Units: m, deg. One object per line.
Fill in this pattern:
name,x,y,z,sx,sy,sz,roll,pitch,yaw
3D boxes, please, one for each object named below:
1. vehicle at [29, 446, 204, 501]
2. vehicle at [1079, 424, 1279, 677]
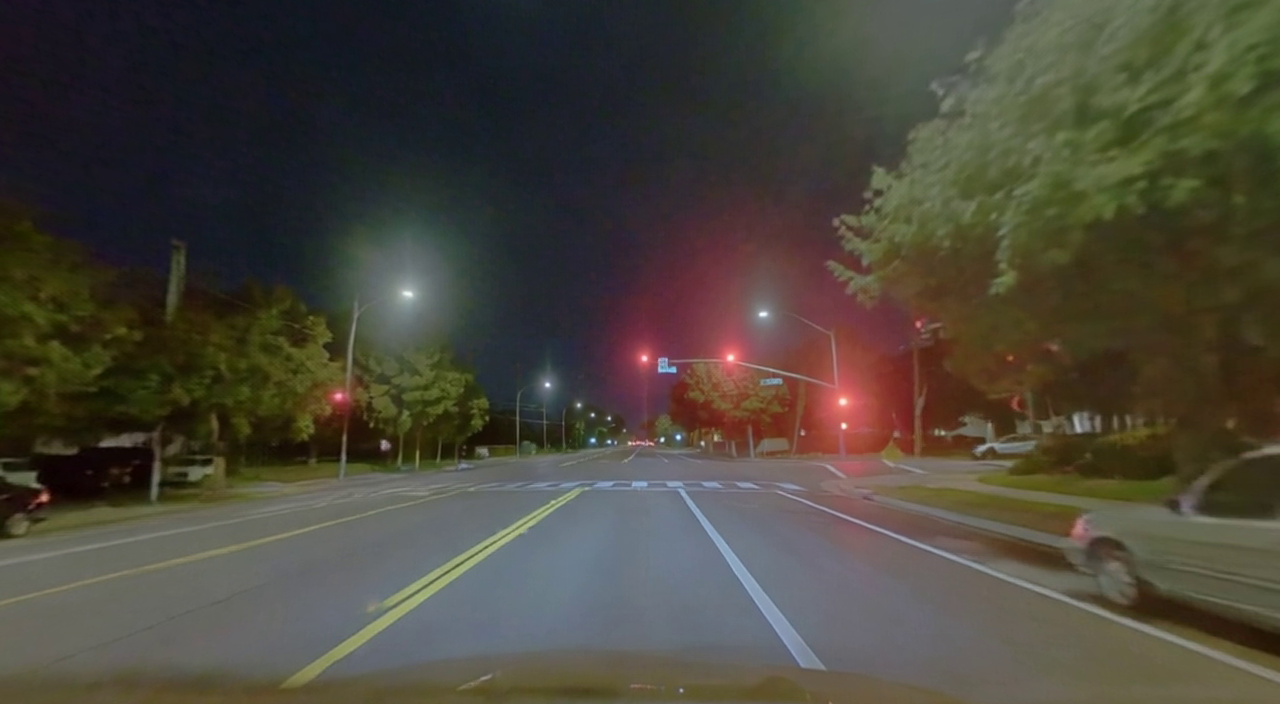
vehicle,-20.720,4.792,25.130,5.039,2.037,2.093,-1,-8,1
vehicle,4.839,1.141,3.352,1.915,1.521,4.375,0,-8,1
